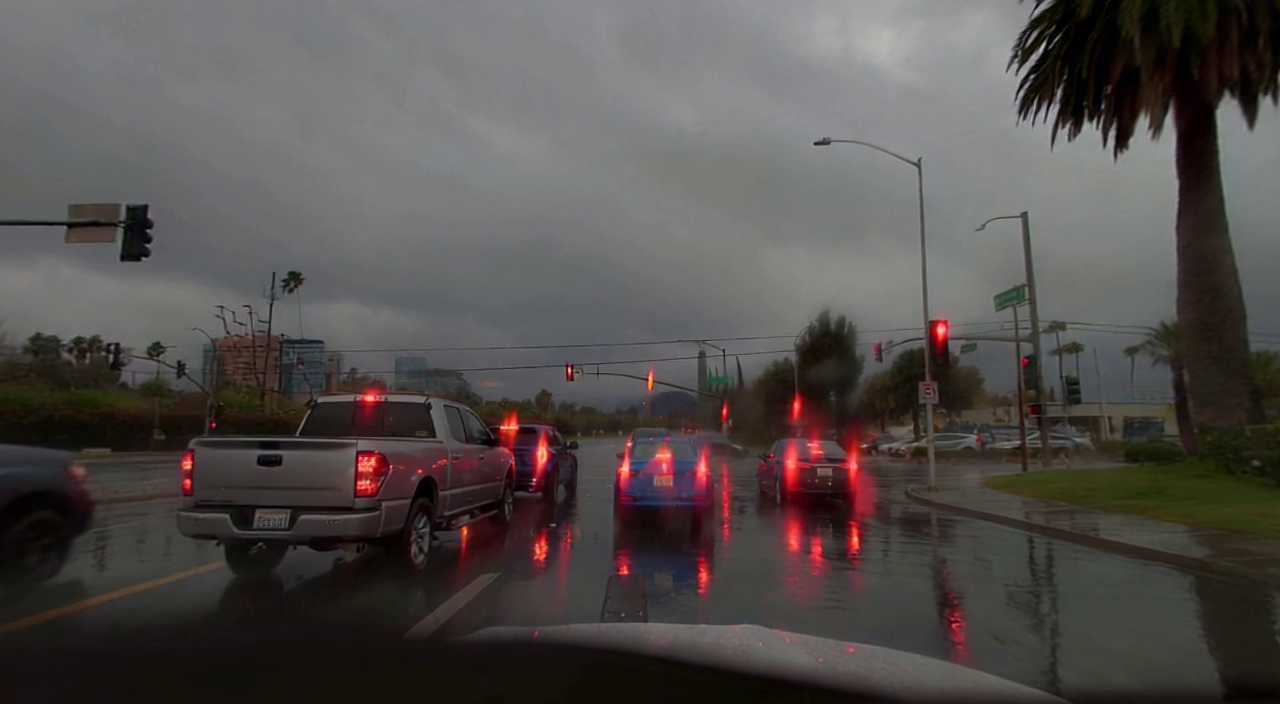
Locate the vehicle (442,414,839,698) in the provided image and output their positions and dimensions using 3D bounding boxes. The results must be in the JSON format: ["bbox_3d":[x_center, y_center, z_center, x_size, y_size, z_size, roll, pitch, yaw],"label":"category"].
[{"bbox_3d":[0.035,1.400,5.513,2.122,1.501,4.152,0,-8,1],"label":"vehicle"}]

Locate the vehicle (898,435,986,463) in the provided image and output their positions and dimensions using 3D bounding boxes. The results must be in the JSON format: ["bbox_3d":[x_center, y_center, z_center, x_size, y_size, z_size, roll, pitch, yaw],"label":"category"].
[{"bbox_3d":[18.827,6.072,39.296,4.466,1.717,1.963,0,-8,2],"label":"vehicle"}]

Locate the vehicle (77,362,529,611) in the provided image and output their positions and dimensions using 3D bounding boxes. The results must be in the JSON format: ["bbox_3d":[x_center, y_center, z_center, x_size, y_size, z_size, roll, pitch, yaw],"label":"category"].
[{"bbox_3d":[-3.221,1.481,7.917,2.330,1.969,5.626,-1,-8,3],"label":"vehicle"}]
